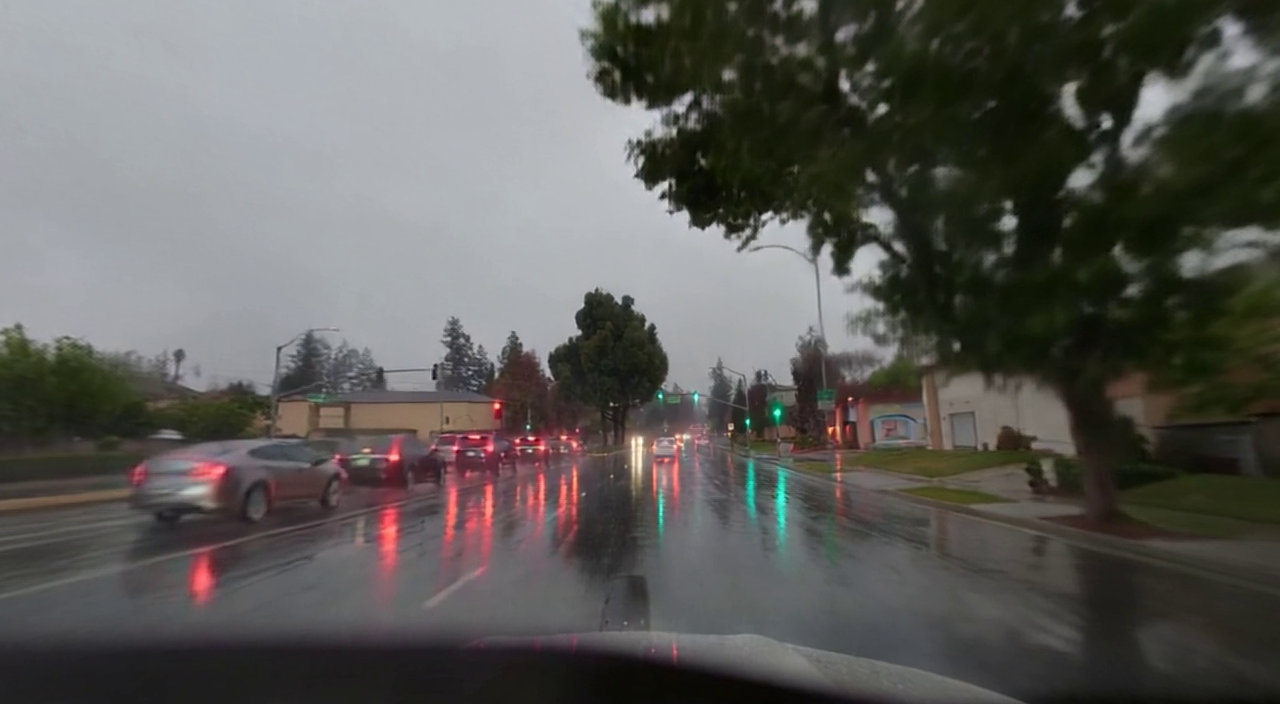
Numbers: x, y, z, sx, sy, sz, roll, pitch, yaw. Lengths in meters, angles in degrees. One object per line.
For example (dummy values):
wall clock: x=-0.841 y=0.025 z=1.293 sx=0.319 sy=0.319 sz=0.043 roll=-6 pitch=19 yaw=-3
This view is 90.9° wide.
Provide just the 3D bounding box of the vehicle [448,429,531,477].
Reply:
vehicle: x=-6.133 y=4.183 z=26.326 sx=1.951 sy=1.809 sz=4.917 roll=-1 pitch=-8 yaw=4

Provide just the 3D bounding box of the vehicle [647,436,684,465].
vehicle: x=1.624 y=6.102 z=39.168 sx=2.197 sy=1.682 sz=3.642 roll=-1 pitch=-9 yaw=4

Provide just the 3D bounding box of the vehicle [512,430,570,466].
vehicle: x=-5.440 y=5.409 z=35.469 sx=2.111 sy=1.864 sz=4.932 roll=-1 pitch=-9 yaw=4

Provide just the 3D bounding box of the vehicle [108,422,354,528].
vehicle: x=-7.175 y=2.173 z=11.634 sx=1.870 sy=1.616 sz=3.765 roll=0 pitch=-8 yaw=2

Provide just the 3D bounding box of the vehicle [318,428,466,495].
vehicle: x=-6.729 y=3.026 z=17.815 sx=2.121 sy=1.630 sz=4.642 roll=0 pitch=-8 yaw=3
